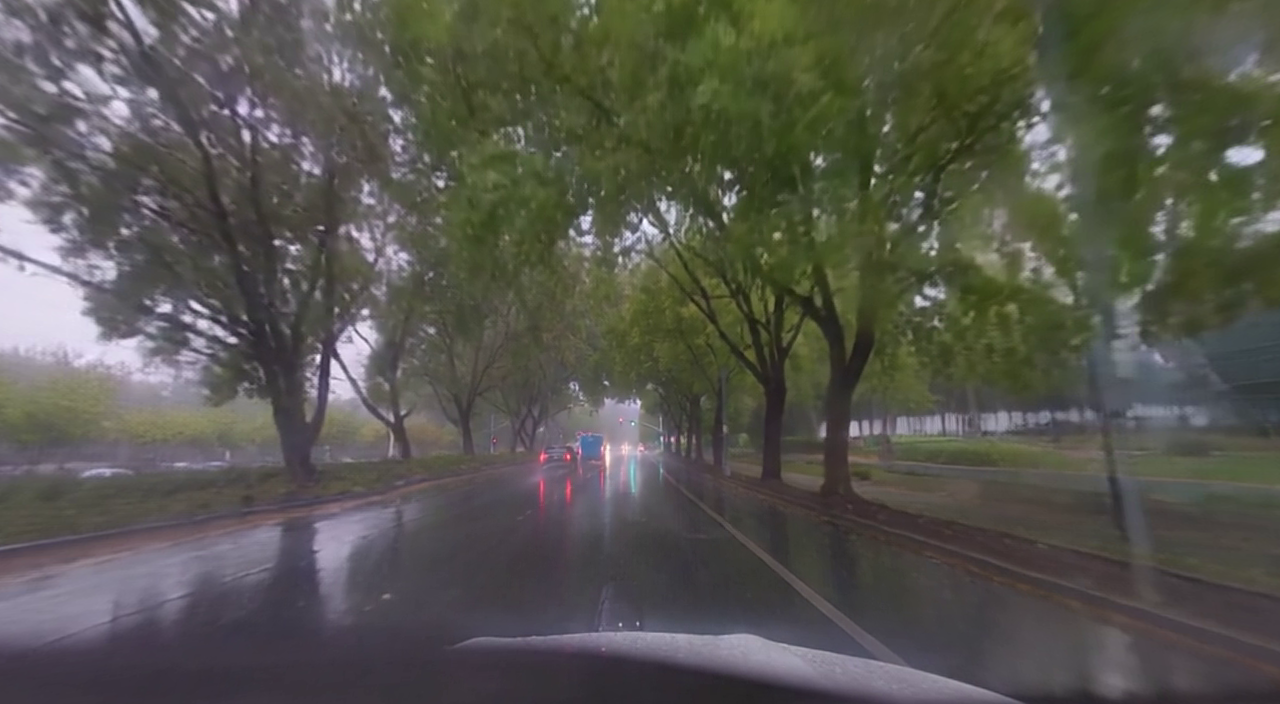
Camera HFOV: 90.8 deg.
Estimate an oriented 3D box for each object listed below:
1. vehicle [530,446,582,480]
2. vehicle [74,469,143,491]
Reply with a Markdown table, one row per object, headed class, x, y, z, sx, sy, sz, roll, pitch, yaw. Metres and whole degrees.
| class | x | y | z | sx | sy | sz | roll | pitch | yaw |
| --- | --- | --- | --- | --- | --- | --- | --- | --- | --- |
| vehicle | -3.970 | 5.292 | 30.371 | 2.009 | 1.473 | 4.028 | 0 | -9 | -1 |
| vehicle | -36.898 | 8.900 | 43.972 | 1.599 | 1.391 | 3.650 | 1 | -10 | 0 |
